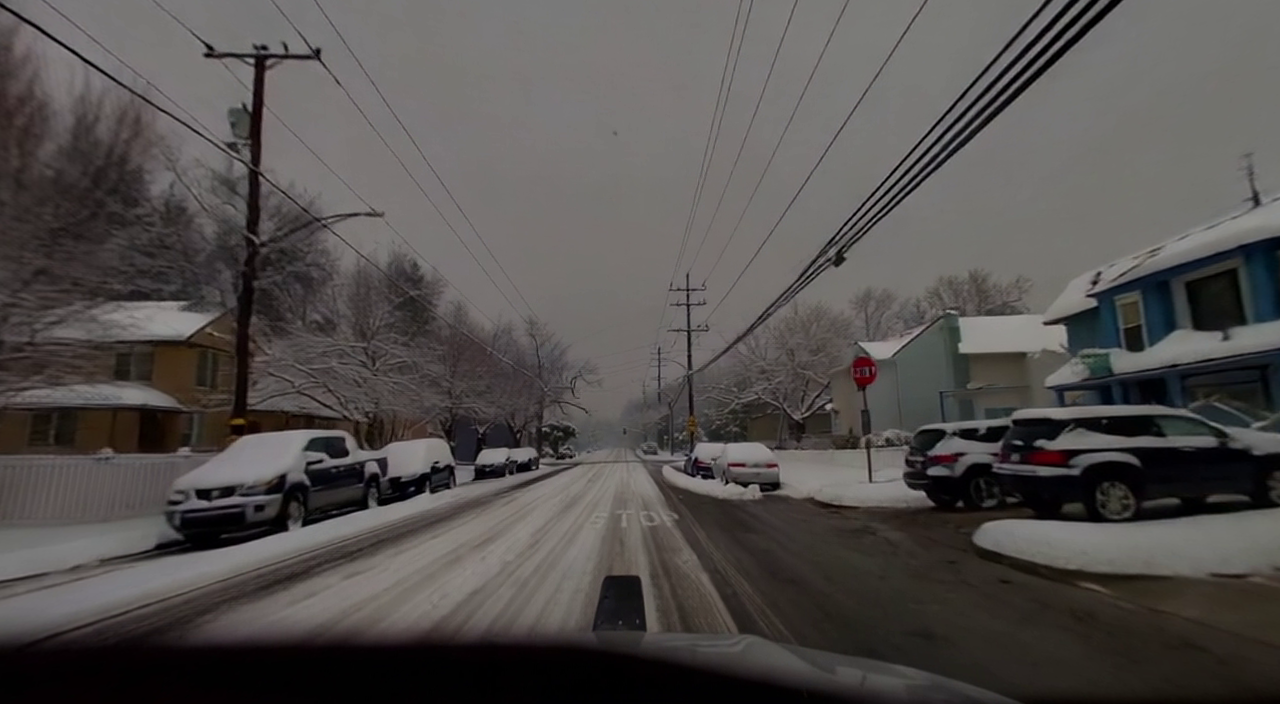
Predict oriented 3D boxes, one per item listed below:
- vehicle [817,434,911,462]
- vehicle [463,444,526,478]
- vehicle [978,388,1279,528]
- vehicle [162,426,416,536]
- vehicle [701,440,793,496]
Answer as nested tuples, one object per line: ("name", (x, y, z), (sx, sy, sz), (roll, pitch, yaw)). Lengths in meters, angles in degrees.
("vehicle", (16.422, 7.071, 46.575), (6.022, 1.953, 2.250), (0, -8, 0))
("vehicle", (-6.999, 5.289, 30.959), (2.056, 1.481, 4.451), (0, -8, 0))
("vehicle", (8.378, 1.651, 10.167), (4.507, 1.939, 2.304), (0, -8, -4))
("vehicle", (-6.640, 2.486, 12.955), (2.136, 1.757, 5.365), (0, -8, 0))
("vehicle", (3.232, 3.615, 20.264), (1.963, 1.536, 5.446), (0, -8, 0))
